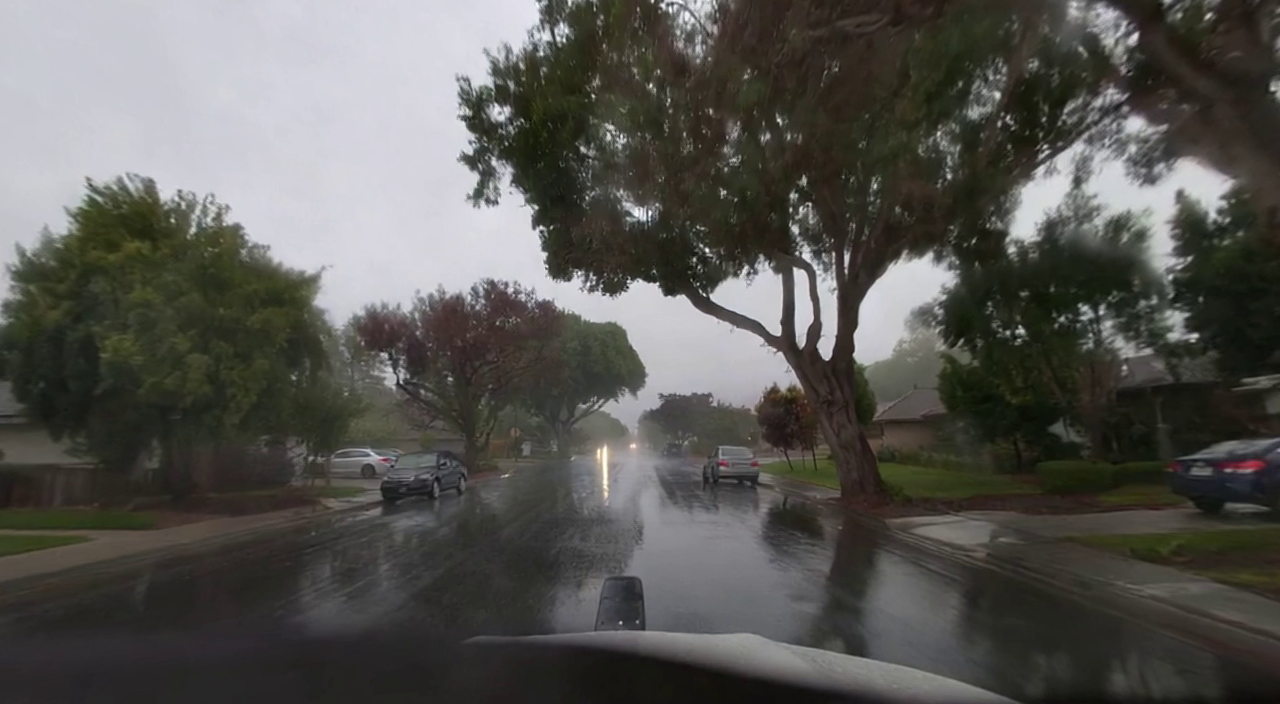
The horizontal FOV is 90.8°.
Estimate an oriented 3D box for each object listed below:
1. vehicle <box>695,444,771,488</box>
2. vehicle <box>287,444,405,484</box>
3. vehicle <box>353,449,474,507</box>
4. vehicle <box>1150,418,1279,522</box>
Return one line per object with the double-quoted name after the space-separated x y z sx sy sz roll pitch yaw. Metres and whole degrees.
3.322 4.175 23.490 1.986 1.476 4.306 0 -9 -2 "vehicle"
-12.140 4.631 26.259 3.950 1.581 1.902 -1 -9 3 "vehicle"
-6.635 3.702 19.098 2.035 1.480 4.508 0 -8 -1 "vehicle"
10.958 1.794 9.845 4.234 1.464 1.924 -1 -8 4 "vehicle"
